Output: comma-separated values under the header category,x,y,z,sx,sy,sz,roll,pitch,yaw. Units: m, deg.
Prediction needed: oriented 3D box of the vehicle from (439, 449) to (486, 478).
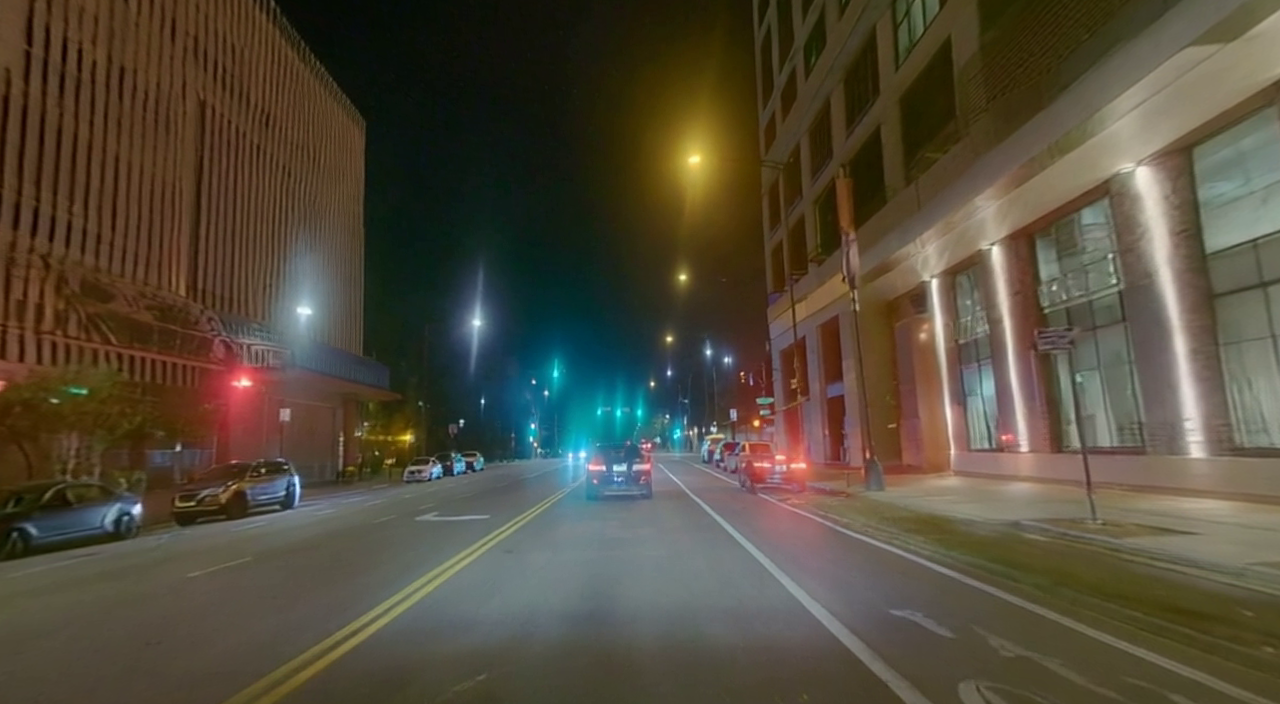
category,x,y,z,sx,sy,sz,roll,pitch,yaw
vehicle,-12.165,7.606,43.536,1.939,1.668,4.554,-6,-8,-1

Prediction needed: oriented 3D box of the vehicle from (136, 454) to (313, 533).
category,x,y,z,sx,sy,sz,roll,pitch,yaw
vehicle,-11.884,4.014,18.623,2.090,1.784,4.832,-4,-8,-2

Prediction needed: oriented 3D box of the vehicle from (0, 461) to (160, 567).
category,x,y,z,sx,sy,sz,roll,pitch,yaw
vehicle,-12.081,3.179,12.341,1.945,1.712,4.648,-7,-8,-2

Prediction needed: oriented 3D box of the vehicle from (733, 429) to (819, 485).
category,x,y,z,sx,sy,sz,roll,pitch,yaw
vehicle,4.524,3.569,21.793,1.924,1.645,4.528,-1,-8,0

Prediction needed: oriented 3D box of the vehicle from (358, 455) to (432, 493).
category,x,y,z,sx,sy,sz,roll,pitch,yaw
vehicle,-12.141,6.036,31.577,1.968,1.469,4.523,-3,-8,-1

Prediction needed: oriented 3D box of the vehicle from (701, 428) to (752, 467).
category,x,y,z,sx,sy,sz,roll,pitch,yaw
vehicle,4.618,5.200,34.515,1.972,1.822,4.889,-3,-8,-1

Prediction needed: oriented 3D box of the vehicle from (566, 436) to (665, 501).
category,x,y,z,sx,sy,sz,roll,pitch,yaw
vehicle,-0.591,2.979,16.575,2.269,1.479,3.980,0,-8,-1
